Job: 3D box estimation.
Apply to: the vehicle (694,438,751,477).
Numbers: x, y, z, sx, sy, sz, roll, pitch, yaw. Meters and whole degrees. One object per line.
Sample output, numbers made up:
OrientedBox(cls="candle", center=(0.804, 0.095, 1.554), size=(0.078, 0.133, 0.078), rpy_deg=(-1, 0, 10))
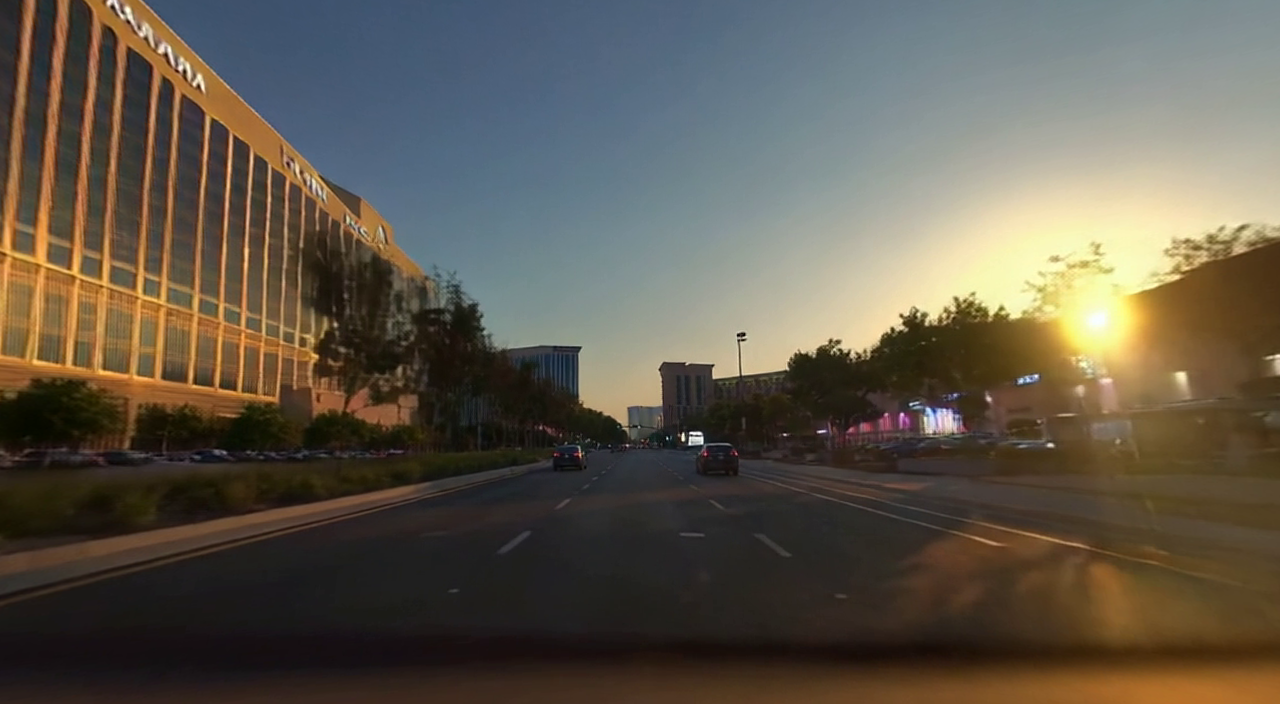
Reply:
OrientedBox(cls="vehicle", center=(3.967, 5.154, 30.949), size=(2.083, 1.743, 4.354), rpy_deg=(0, -8, -2))

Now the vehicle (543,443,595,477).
OrientedBox(cls="vehicle", center=(-3.316, 5.098, 30.066), size=(2.005, 1.477, 4.169), rpy_deg=(0, -8, 0))
